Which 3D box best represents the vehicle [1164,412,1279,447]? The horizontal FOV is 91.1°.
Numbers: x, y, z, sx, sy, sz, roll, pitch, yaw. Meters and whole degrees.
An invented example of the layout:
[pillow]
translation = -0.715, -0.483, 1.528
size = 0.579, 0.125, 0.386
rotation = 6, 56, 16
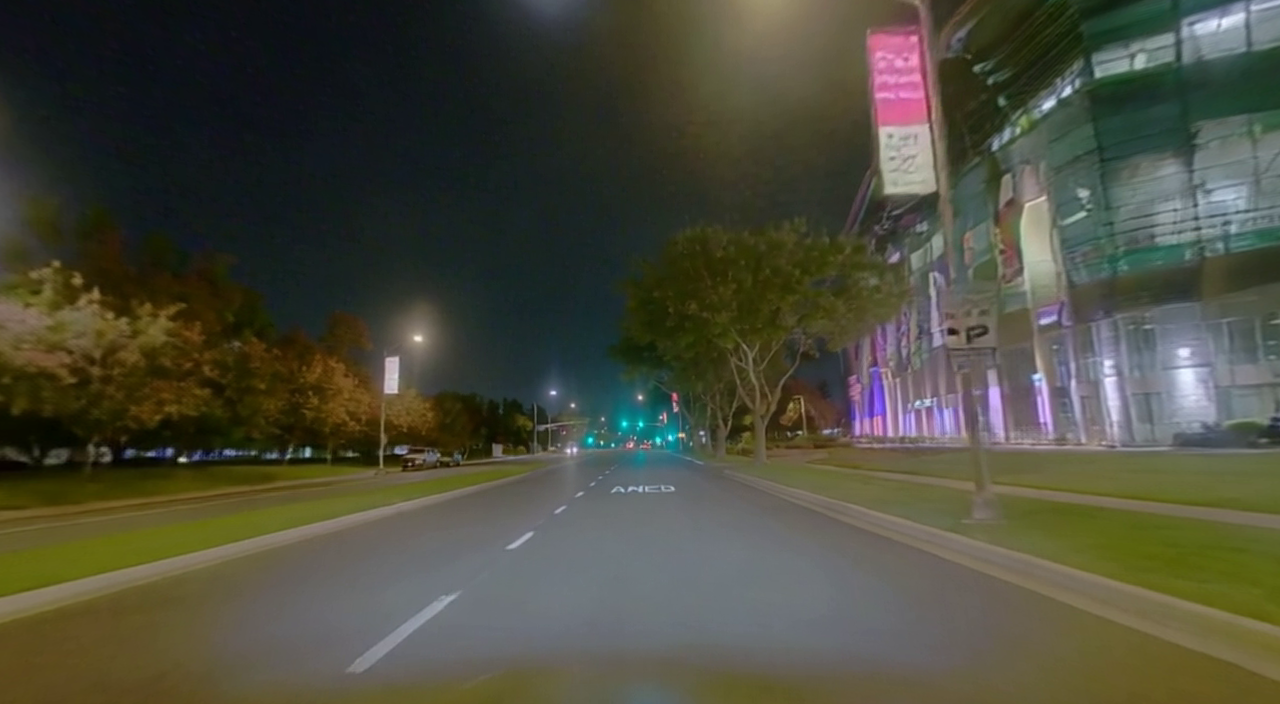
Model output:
[vehicle]
translation = 28.081, 3.788, 30.277
size = 1.895, 1.503, 4.234
rotation = 0, -9, 0
